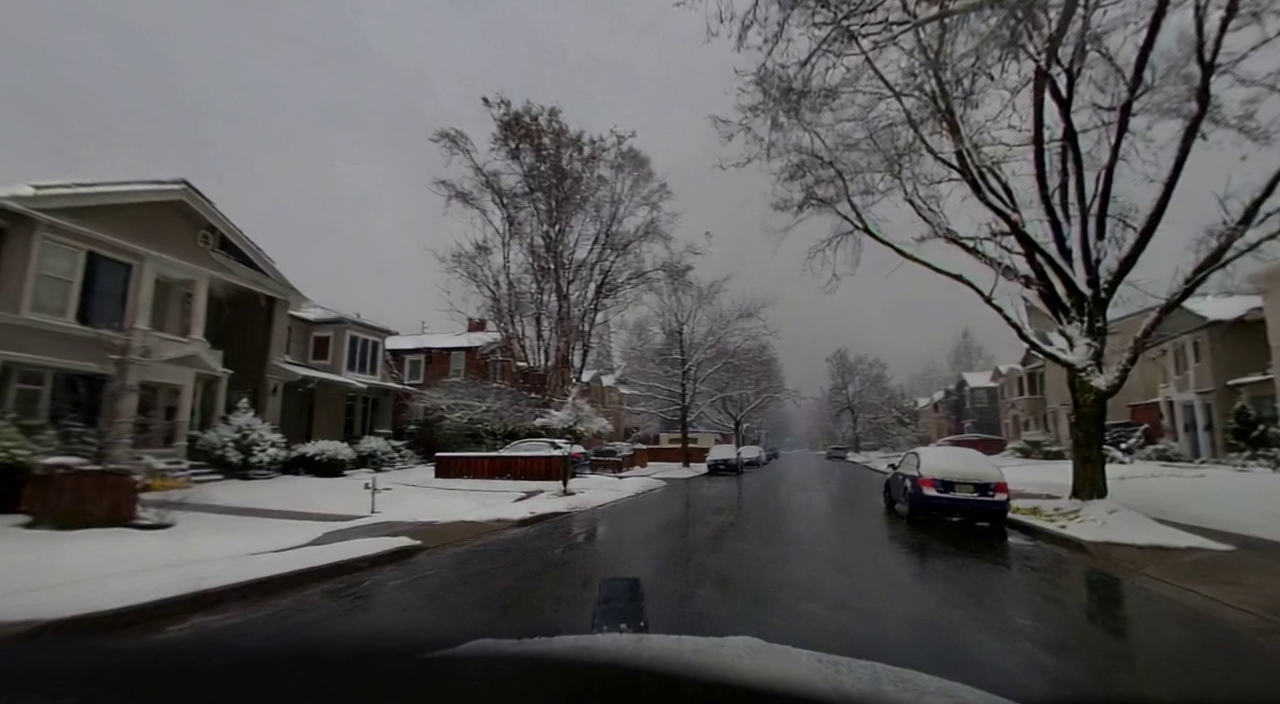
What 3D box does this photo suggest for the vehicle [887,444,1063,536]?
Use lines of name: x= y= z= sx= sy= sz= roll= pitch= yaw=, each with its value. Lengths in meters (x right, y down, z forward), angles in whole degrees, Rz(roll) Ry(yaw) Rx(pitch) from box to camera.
vehicle: x=6.194 y=2.507 z=12.298 sx=1.996 sy=1.409 sz=4.446 roll=-2 pitch=-9 yaw=15

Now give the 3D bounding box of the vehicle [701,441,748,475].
vehicle: x=4.566 y=5.613 z=33.373 sx=1.974 sy=1.664 sz=4.539 roll=-2 pitch=-10 yaw=13

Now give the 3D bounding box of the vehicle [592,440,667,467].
vehicle: x=-0.659 y=6.505 z=40.544 sx=4.414 sy=1.658 sz=1.988 roll=-2 pitch=-9 yaw=14

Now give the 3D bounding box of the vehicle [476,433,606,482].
vehicle: x=-3.783 y=4.010 z=24.238 sx=4.480 sy=1.740 sz=1.988 roll=-3 pitch=-9 yaw=20
